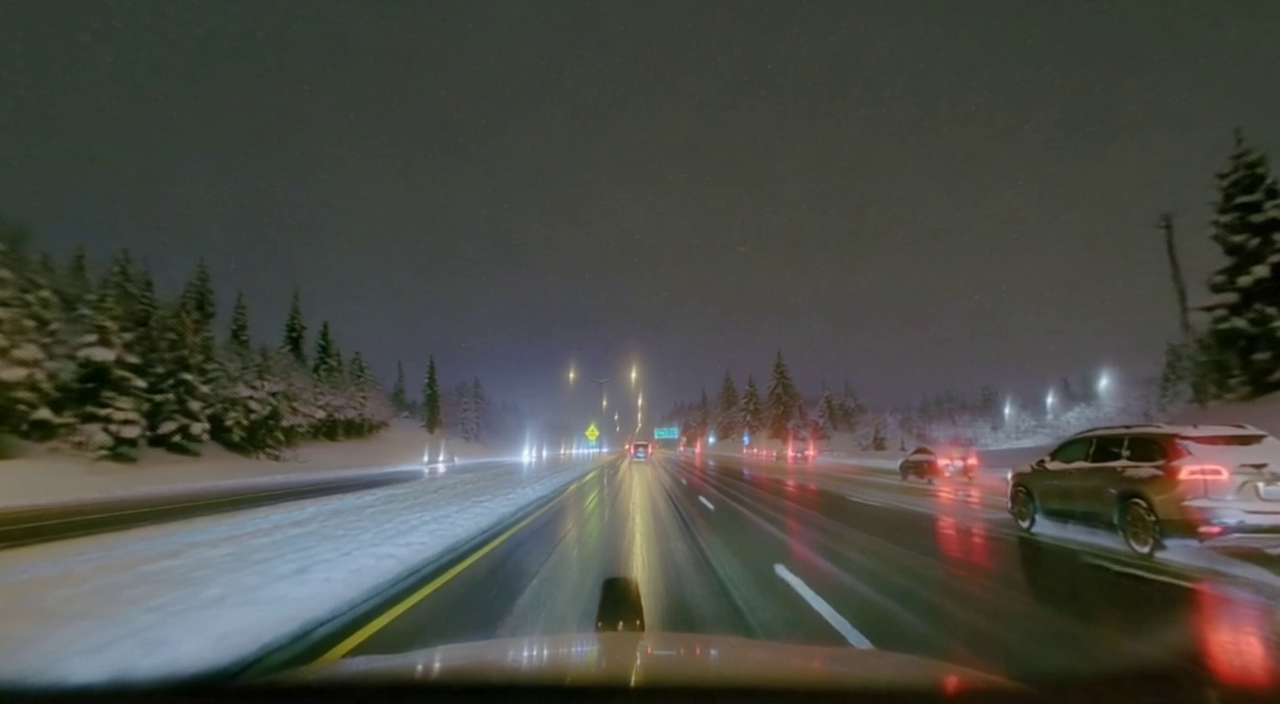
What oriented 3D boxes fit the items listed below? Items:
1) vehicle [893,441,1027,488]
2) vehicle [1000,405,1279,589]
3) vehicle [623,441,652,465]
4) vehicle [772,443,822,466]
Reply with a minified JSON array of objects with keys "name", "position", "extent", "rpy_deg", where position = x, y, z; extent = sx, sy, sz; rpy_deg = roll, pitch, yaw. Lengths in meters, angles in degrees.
[{"name":"vehicle","position":[10.952,3.863,22.130],"extent":[2.087,1.442,4.834],"rpy_deg":[0,-8,-1]},{"name":"vehicle","position":[6.900,1.648,7.929],"extent":[2.027,1.679,4.543],"rpy_deg":[0,-8,-1]},{"name":"vehicle","position":[-0.229,7.075,44.578],"extent":[1.864,1.566,4.446],"rpy_deg":[0,-8,-3]},{"name":"vehicle","position":[11.168,7.342,45.456],"extent":[2.194,1.489,5.141],"rpy_deg":[0,-8,-1]}]
